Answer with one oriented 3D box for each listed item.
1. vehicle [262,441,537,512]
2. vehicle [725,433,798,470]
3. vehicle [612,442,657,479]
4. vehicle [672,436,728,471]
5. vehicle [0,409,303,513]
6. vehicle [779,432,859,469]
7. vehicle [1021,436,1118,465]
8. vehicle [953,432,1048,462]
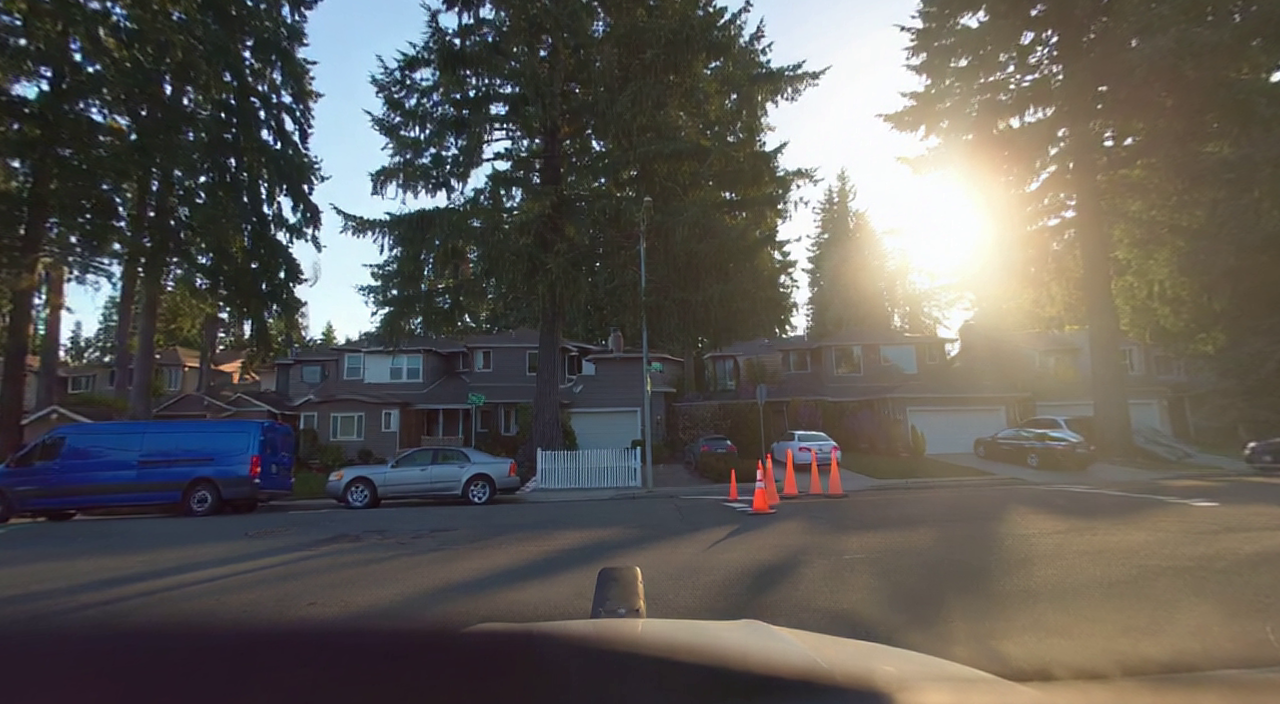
[{"bbox_3d":[-6.386,3.415,17.831,6.643,1.777,2.925,1,-9,-6],"label":"vehicle"},{"bbox_3d":[5.346,4.463,28.489,2.007,1.555,4.204,1,-9,-7],"label":"vehicle"},{"bbox_3d":[-0.302,4.755,27.931,1.648,1.430,3.654,4,-9,-4],"label":"vehicle"},{"bbox_3d":[2.596,4.531,28.372,1.745,1.461,4.074,1,-9,-6],"label":"vehicle"},{"bbox_3d":[-14.052,3.040,17.449,7.824,2.323,2.863,-3,-10,-2],"label":"vehicle"},{"bbox_3d":[8.065,4.499,28.943,1.893,1.529,4.422,1,-9,-7],"label":"vehicle"},{"bbox_3d":[22.776,5.221,33.558,3.863,1.453,1.826,1,-8,-5],"label":"vehicle"},{"bbox_3d":[23.682,6.246,41.577,4.984,1.912,2.132,1,-8,-6],"label":"vehicle"}]
